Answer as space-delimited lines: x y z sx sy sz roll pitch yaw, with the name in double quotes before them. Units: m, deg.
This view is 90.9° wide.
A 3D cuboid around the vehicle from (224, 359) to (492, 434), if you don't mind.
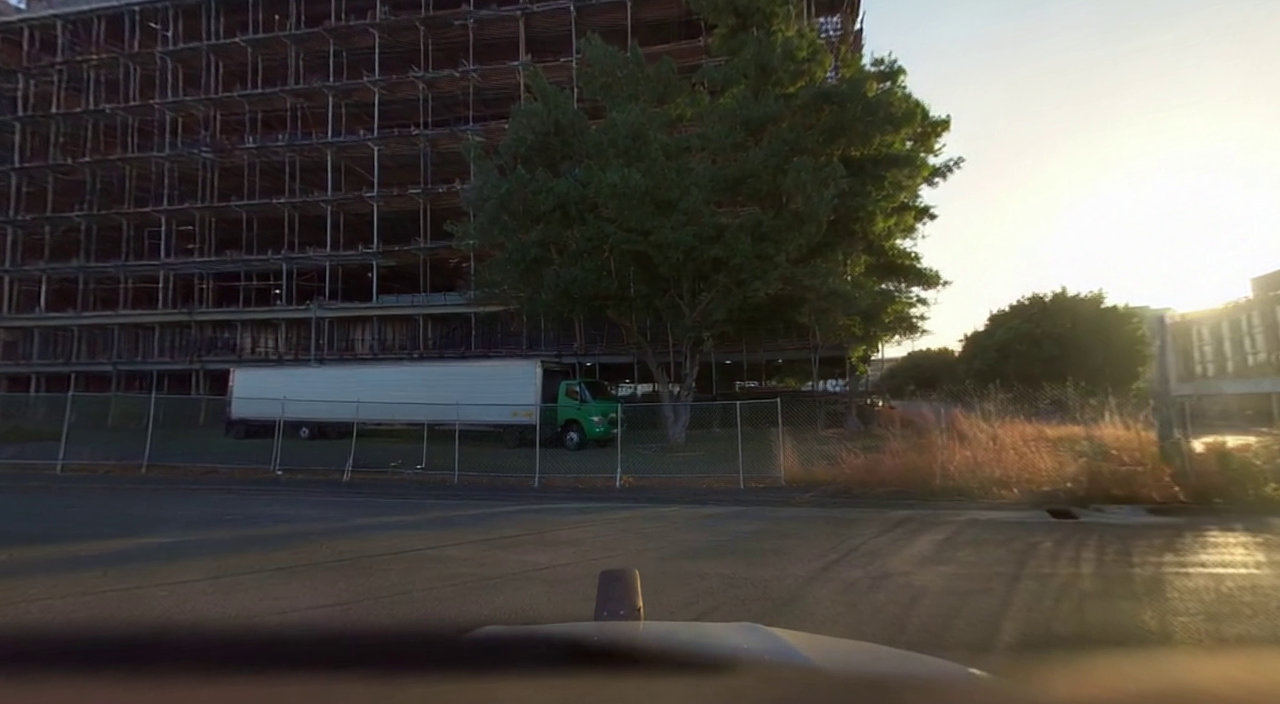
"vehicle" -16.190 2.741 37.243 14.067 4.099 2.832 1 -9 -5
